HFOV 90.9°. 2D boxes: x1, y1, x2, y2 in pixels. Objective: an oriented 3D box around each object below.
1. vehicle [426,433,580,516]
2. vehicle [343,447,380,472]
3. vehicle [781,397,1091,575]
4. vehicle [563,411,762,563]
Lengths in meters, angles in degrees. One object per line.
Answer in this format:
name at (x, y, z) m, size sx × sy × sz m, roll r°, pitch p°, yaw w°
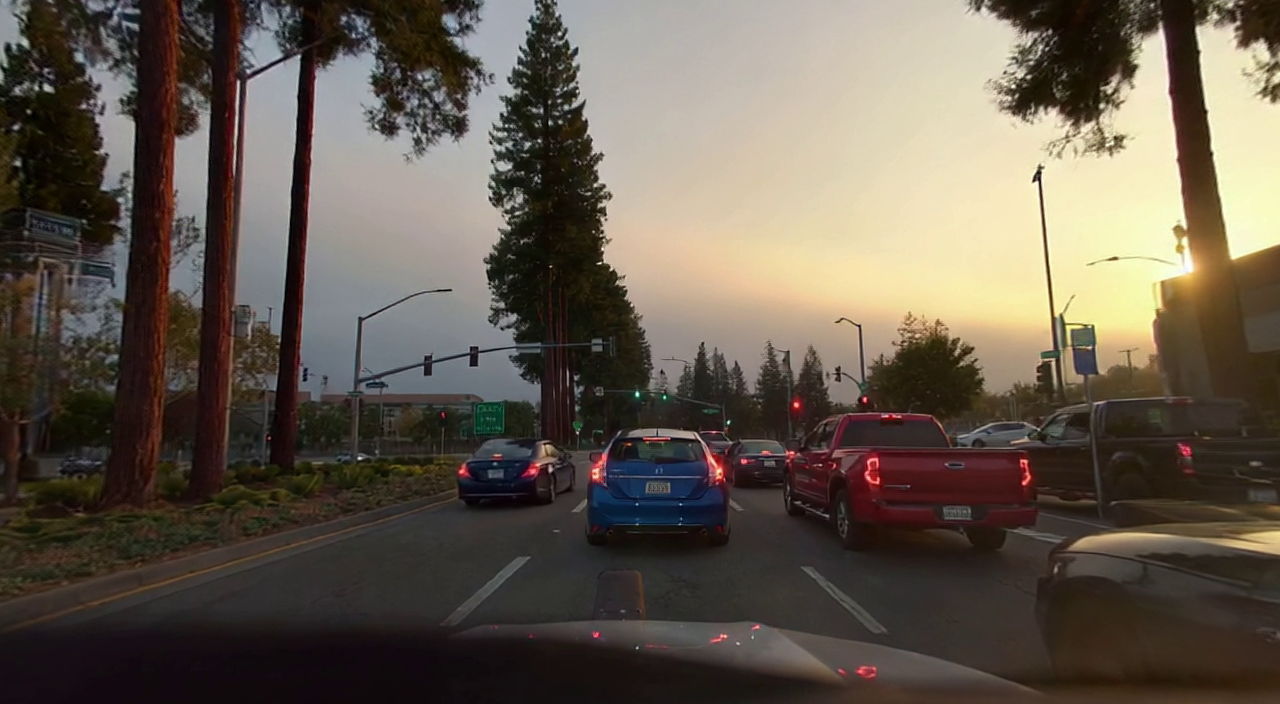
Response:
vehicle at (-2.727, 2.608, 14.056) m, size 2.133 × 1.496 × 5.150 m, roll 0°, pitch -8°, yaw 2°
vehicle at (-19.327, 7.421, 43.888) m, size 2.026 × 1.587 × 4.608 m, roll 3°, pitch -9°, yaw -20°
vehicle at (3.389, 1.633, 8.395) m, size 2.099 × 1.725 × 4.290 m, roll 0°, pitch -8°, yaw 2°
vehicle at (0.248, 1.778, 8.977) m, size 2.168 × 1.641 × 4.039 m, roll 0°, pitch -8°, yaw 0°
